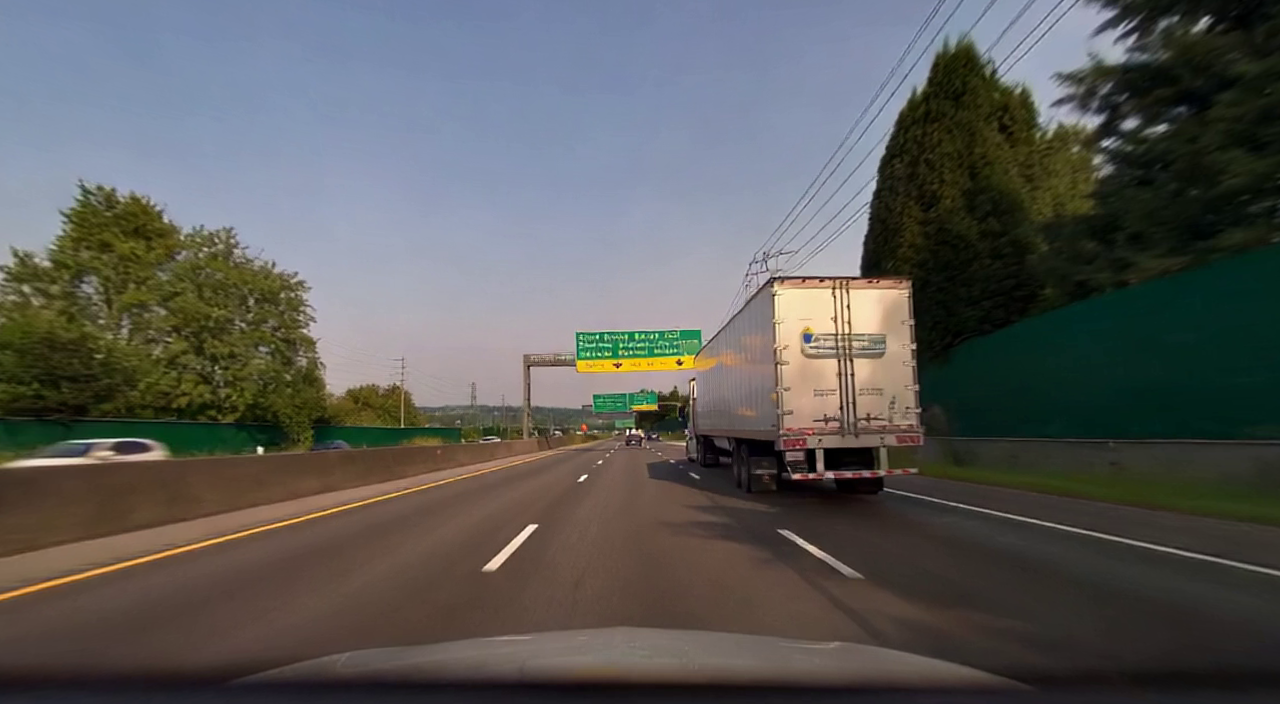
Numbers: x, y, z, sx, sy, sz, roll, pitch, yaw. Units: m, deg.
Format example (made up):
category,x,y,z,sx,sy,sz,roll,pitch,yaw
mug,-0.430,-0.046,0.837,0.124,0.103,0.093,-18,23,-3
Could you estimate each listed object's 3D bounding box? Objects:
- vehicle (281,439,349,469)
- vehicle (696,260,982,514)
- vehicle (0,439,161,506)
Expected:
category,x,y,z,sx,sy,sz,roll,pitch,yaw
vehicle,-20.443,6.398,39.841,1.883,1.696,4.570,0,-8,-1
vehicle,3.635,1.372,16.416,2.944,3.973,13.227,0,-8,-1
vehicle,-15.501,3.076,16.749,1.867,1.517,4.669,0,-8,-1
